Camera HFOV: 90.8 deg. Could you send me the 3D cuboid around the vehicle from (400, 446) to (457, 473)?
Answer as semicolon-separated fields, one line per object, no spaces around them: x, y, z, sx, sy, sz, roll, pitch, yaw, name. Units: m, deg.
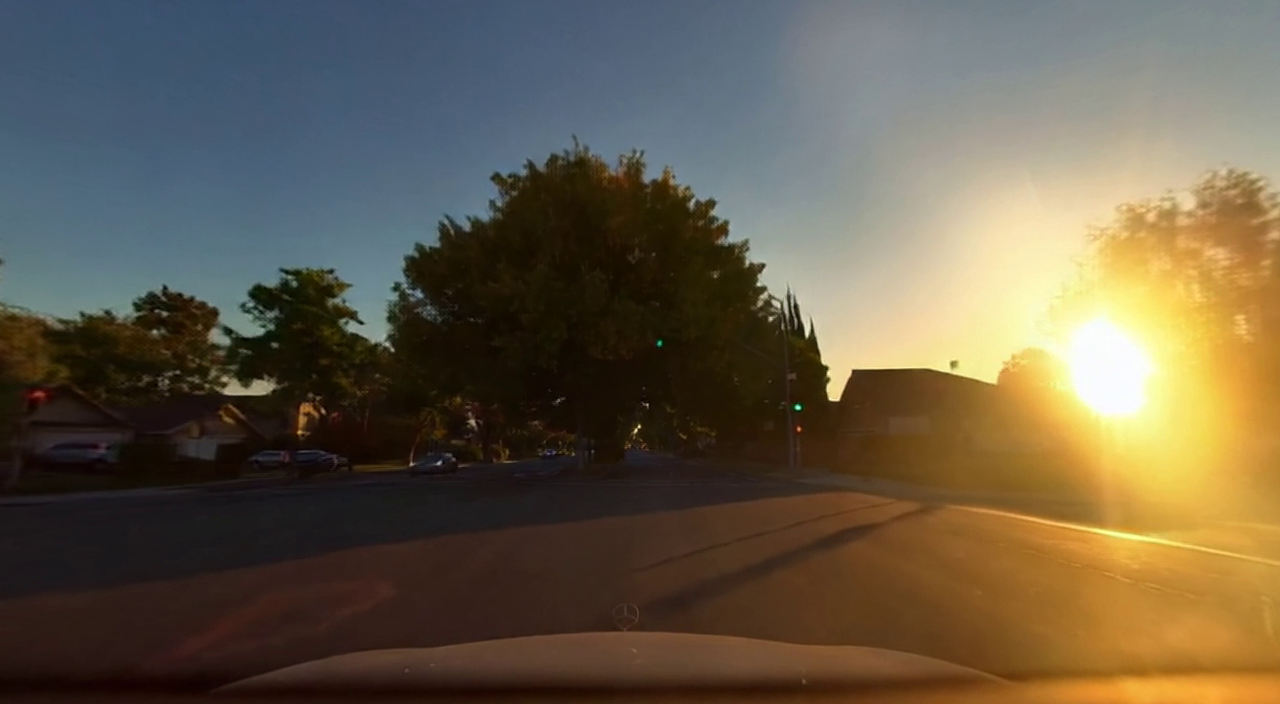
-12.689;6.443;38.159;1.932;1.500;4.260;0;-9;0;vehicle
